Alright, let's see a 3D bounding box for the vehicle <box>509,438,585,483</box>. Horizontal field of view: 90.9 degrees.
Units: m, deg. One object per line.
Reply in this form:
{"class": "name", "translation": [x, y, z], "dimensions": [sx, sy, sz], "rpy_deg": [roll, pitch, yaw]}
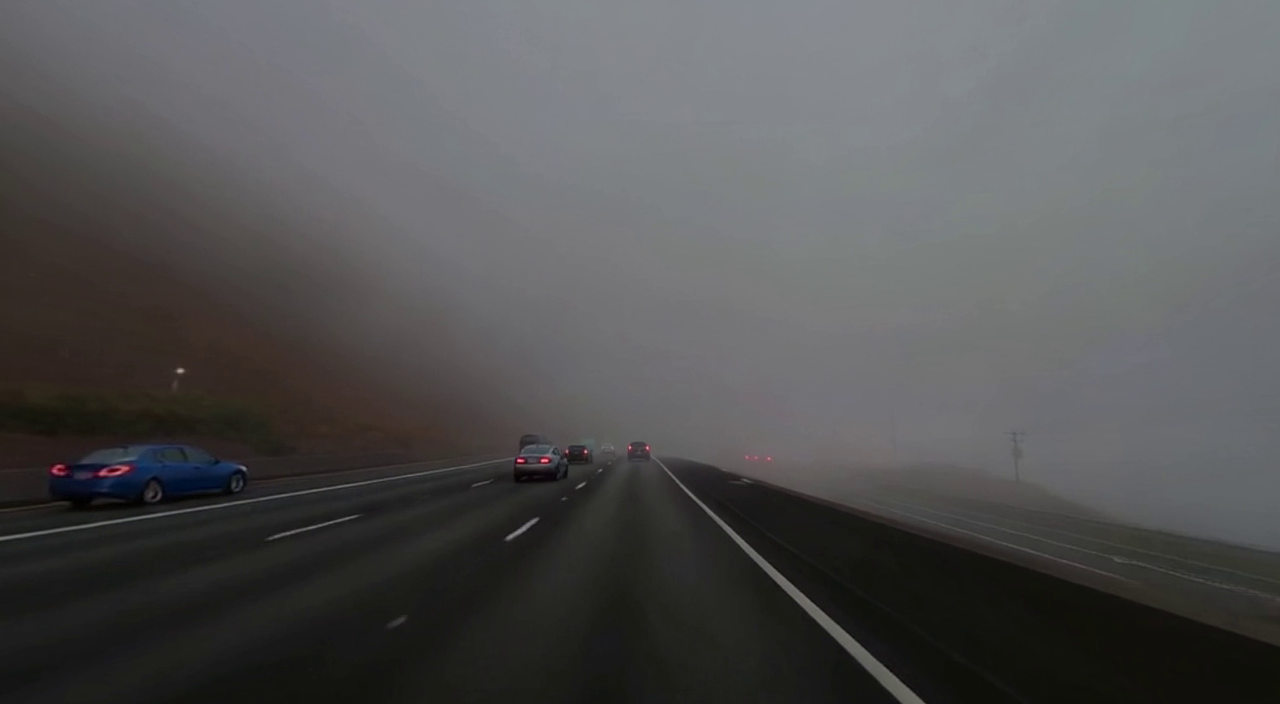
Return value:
{"class": "vehicle", "translation": [-3.391, 4.071, 23.953], "dimensions": [2.080, 1.505, 4.649], "rpy_deg": [-1, -8, 1]}

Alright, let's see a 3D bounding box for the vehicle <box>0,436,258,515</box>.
{"class": "vehicle", "translation": [-11.337, 2.711, 14.513], "dimensions": [1.945, 1.466, 4.947], "rpy_deg": [0, -8, 1]}

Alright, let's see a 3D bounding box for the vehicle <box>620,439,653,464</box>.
{"class": "vehicle", "translation": [-0.242, 6.905, 43.980], "dimensions": [2.138, 1.674, 4.044], "rpy_deg": [0, -8, 0]}
